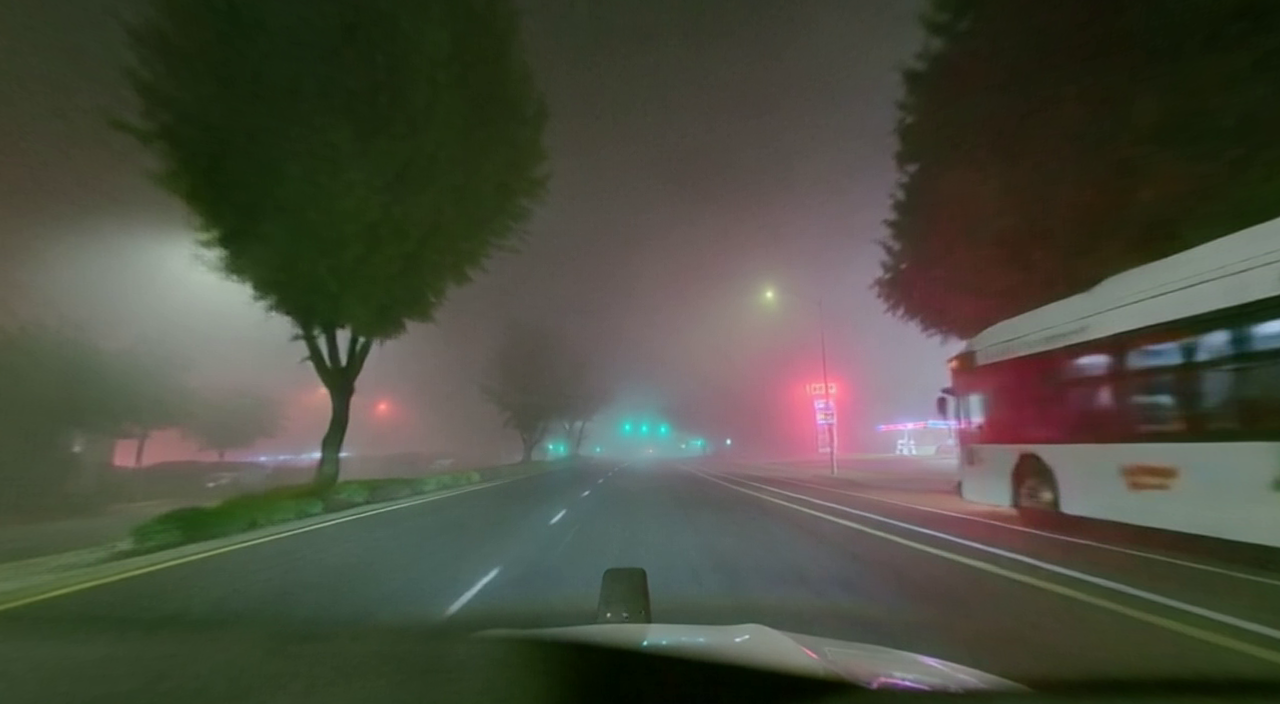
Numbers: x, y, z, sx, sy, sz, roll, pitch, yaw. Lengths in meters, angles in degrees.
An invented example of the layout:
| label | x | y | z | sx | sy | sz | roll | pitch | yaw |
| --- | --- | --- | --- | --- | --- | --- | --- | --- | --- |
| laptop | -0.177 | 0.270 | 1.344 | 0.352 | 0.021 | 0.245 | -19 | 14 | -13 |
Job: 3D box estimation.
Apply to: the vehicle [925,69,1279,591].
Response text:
| label | x | y | z | sx | sy | sz | roll | pitch | yaw |
| --- | --- | --- | --- | --- | --- | --- | --- | --- | --- |
| vehicle | 8.083 | -0.136 | 6.164 | 4.582 | 4.678 | 12.589 | 0 | -8 | 0 |

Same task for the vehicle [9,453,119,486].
| label | x | y | z | sx | sy | sz | roll | pitch | yaw |
| --- | --- | --- | --- | --- | --- | --- | --- | --- | --- |
| vehicle | -30.478 | 6.223 | 33.405 | 3.996 | 1.653 | 1.885 | -1 | -9 | 3 |

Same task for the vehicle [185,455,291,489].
| label | x | y | z | sx | sy | sz | roll | pitch | yaw |
| --- | --- | --- | --- | --- | --- | --- | --- | --- | --- |
| vehicle | -21.291 | 6.336 | 33.683 | 2.114 | 1.602 | 4.824 | -1 | -9 | 6 |
